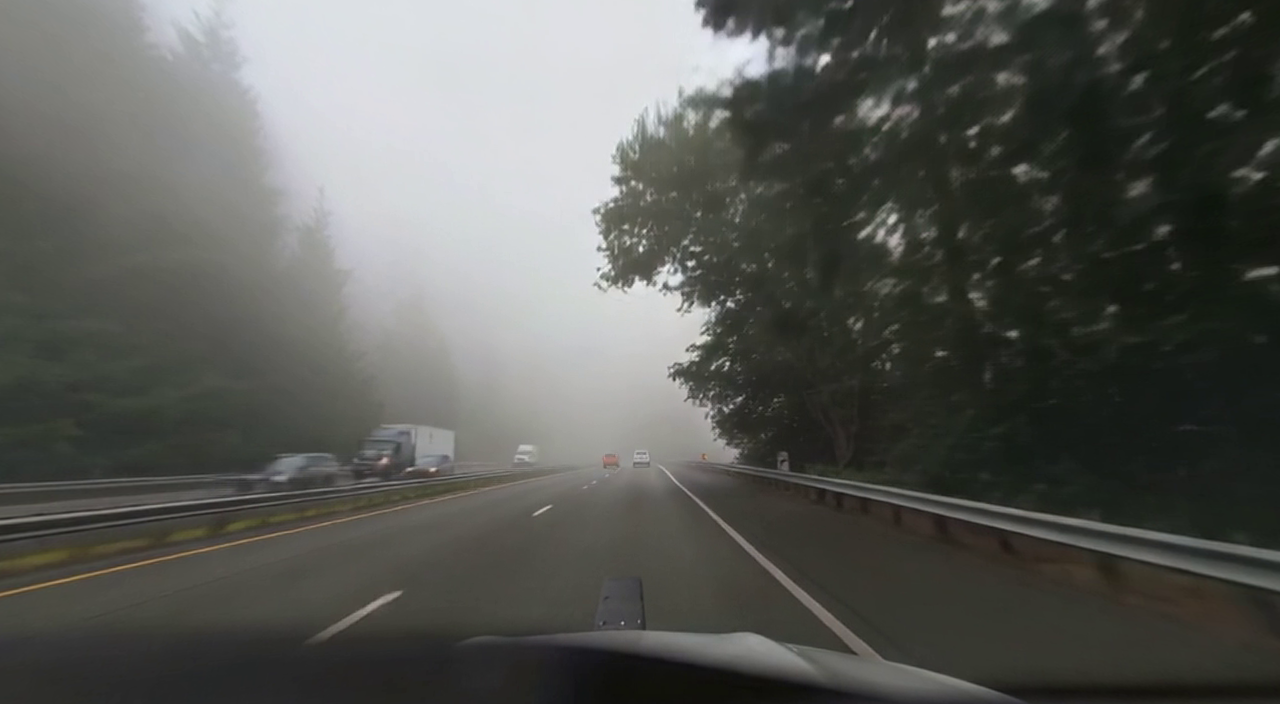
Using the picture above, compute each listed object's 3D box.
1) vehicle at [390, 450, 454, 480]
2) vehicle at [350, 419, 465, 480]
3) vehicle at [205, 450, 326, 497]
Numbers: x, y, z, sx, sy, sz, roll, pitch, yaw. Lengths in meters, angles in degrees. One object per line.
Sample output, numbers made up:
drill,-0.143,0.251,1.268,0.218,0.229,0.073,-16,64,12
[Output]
vehicle,-12.506,6.501,36.422,1.997,1.585,4.539,0,-9,1
vehicle,-16.794,7.353,47.397,2.842,3.828,14.939,-1,-9,1
vehicle,-14.726,4.773,25.144,1.934,1.685,4.447,-1,-9,3
